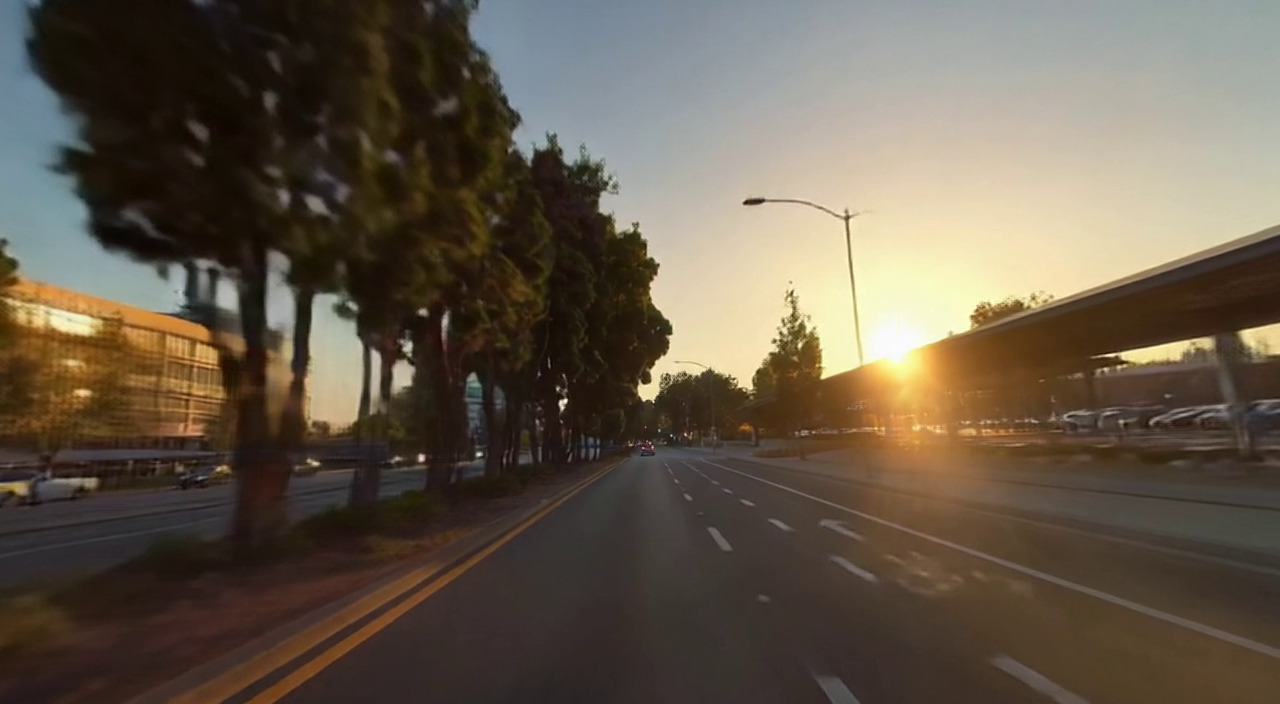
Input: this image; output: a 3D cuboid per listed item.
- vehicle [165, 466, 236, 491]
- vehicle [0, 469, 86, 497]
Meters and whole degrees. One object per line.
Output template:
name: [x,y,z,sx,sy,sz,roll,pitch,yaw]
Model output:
vehicle: [-29.753,8.556,42.784,1.773,1.468,4.176,0,-8,0]
vehicle: [-37.513,8.140,39.339,1.815,1.467,4.436,0,-8,0]
